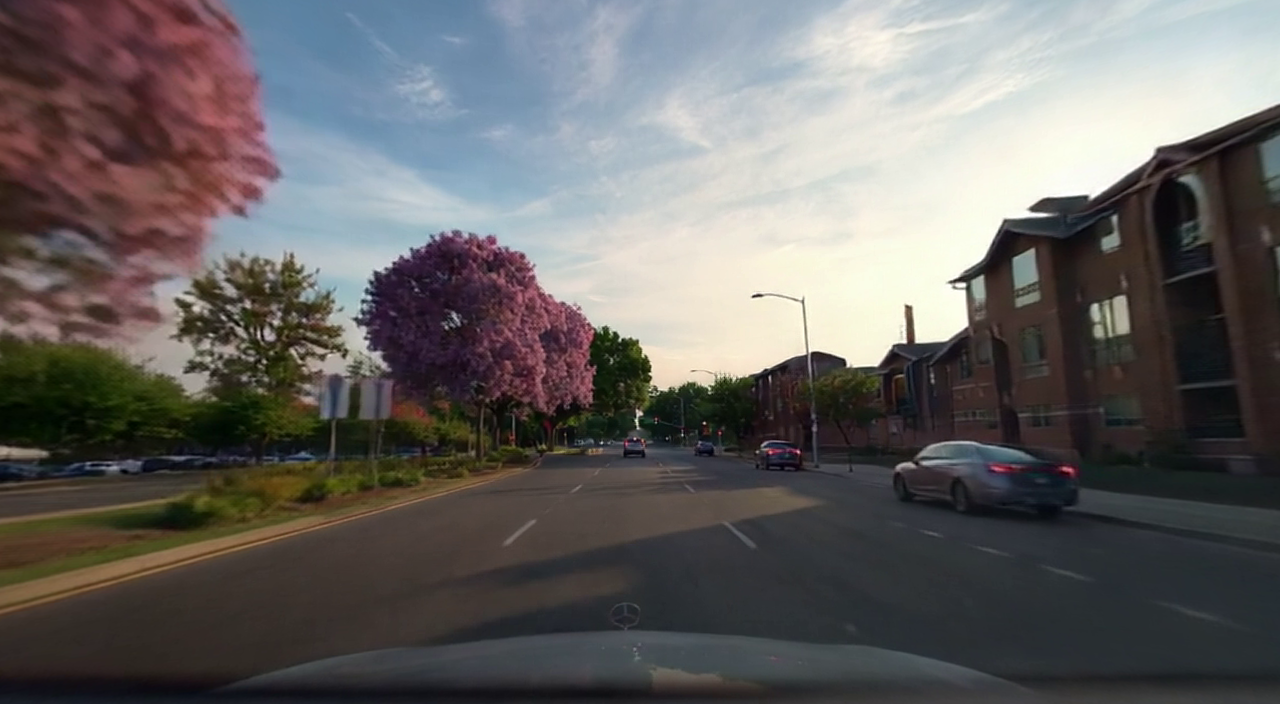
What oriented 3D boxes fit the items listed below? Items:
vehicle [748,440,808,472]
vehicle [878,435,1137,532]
[{"bbox_3d":[6.851,5.215,31.922,2.032,1.449,4.413,0,-8,0],"label":"vehicle"},{"bbox_3d":[6.592,2.383,12.202,1.891,1.456,4.909,0,-8,-2],"label":"vehicle"}]
